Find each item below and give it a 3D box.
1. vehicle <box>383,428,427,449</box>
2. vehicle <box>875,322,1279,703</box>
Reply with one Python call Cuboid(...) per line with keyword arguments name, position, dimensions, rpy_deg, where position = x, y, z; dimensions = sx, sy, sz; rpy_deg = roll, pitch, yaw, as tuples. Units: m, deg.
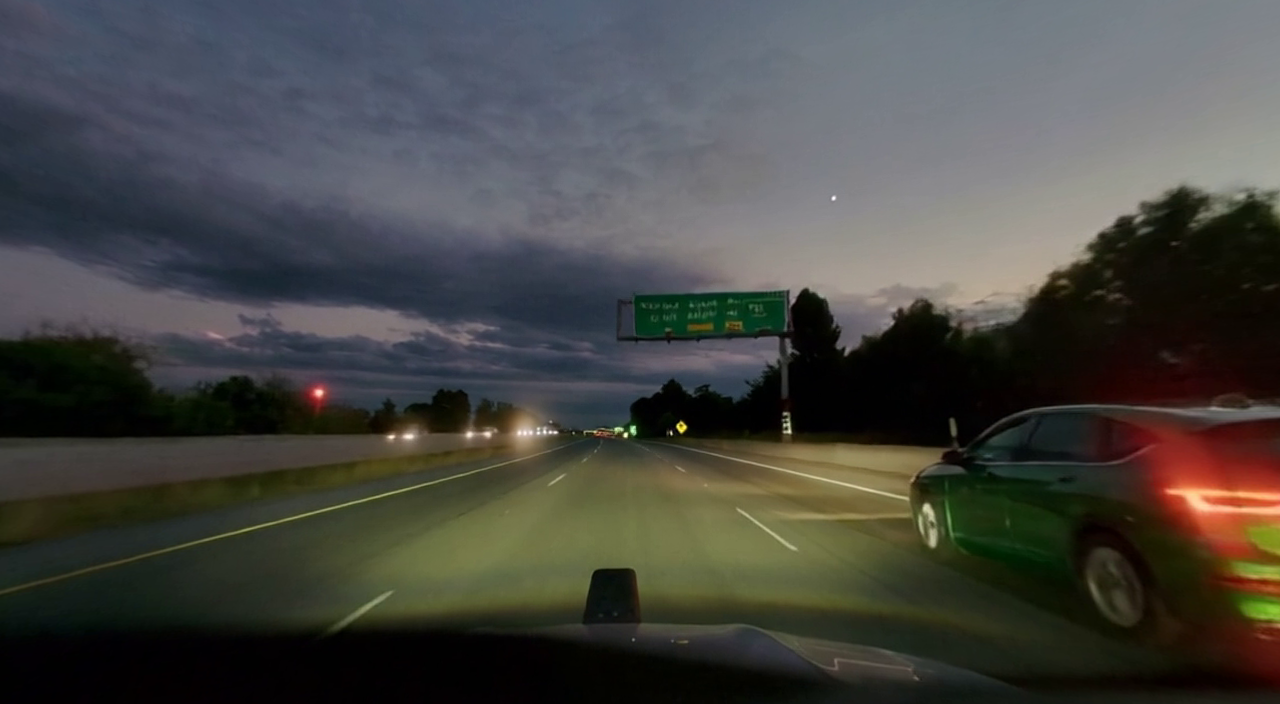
Cuboid(name="vehicle", position=(-16.969, 6.258, 45.600), dimensions=(1.750, 1.471, 3.894), rpy_deg=(0, -8, -2))
Cuboid(name="vehicle", position=(3.505, 0.961, 4.235), dimensions=(2.107, 1.642, 4.331), rpy_deg=(0, -8, -1))
